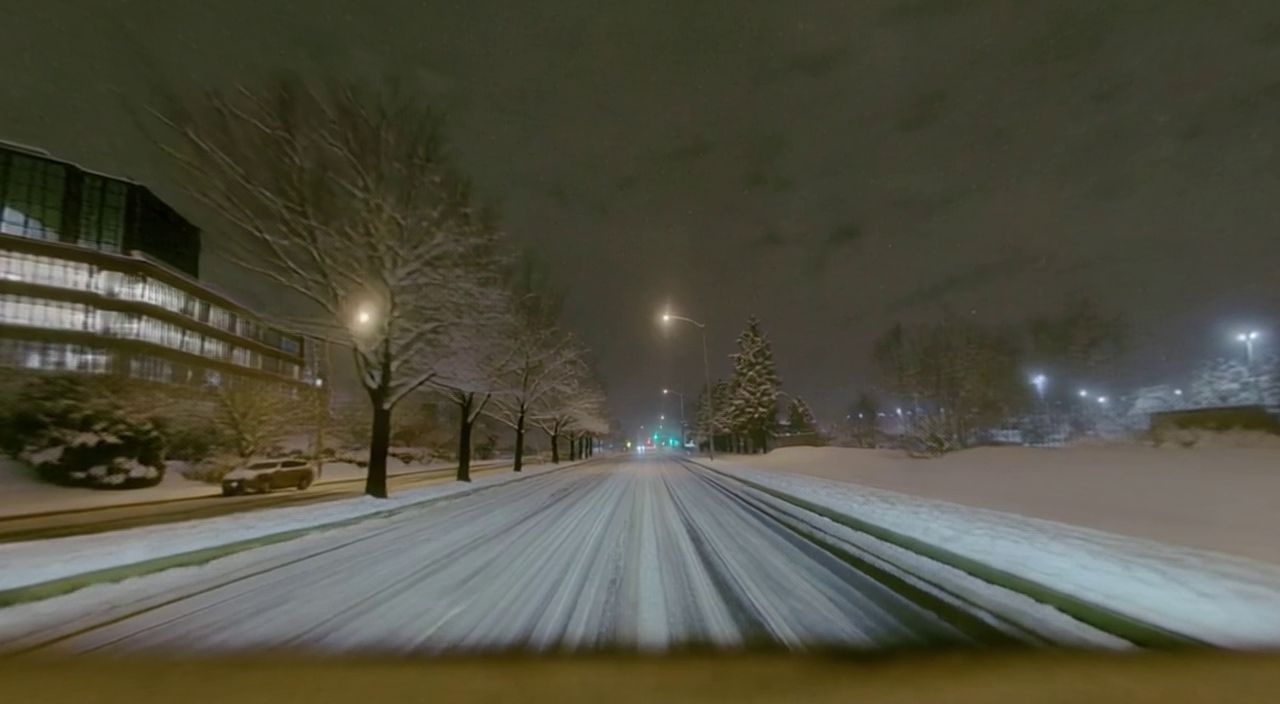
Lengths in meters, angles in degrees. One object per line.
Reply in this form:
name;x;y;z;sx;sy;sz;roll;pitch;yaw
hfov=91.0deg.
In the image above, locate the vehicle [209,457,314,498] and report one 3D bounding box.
vehicle;-16.638;5.523;27.991;1.807;1.570;4.557;0;-9;0
